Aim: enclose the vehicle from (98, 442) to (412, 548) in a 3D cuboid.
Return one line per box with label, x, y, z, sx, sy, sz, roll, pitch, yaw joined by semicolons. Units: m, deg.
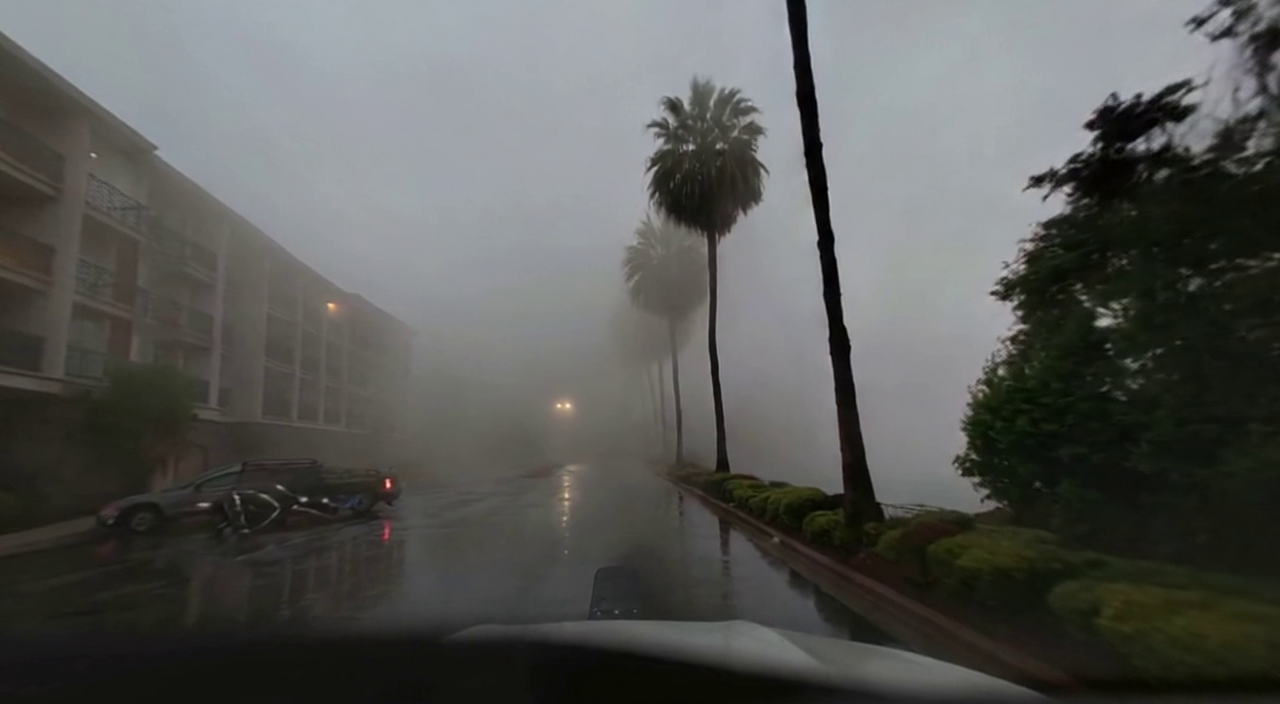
vehicle;-7.154;2.658;12.234;4.803;1.520;1.894;-3;-8;-6
